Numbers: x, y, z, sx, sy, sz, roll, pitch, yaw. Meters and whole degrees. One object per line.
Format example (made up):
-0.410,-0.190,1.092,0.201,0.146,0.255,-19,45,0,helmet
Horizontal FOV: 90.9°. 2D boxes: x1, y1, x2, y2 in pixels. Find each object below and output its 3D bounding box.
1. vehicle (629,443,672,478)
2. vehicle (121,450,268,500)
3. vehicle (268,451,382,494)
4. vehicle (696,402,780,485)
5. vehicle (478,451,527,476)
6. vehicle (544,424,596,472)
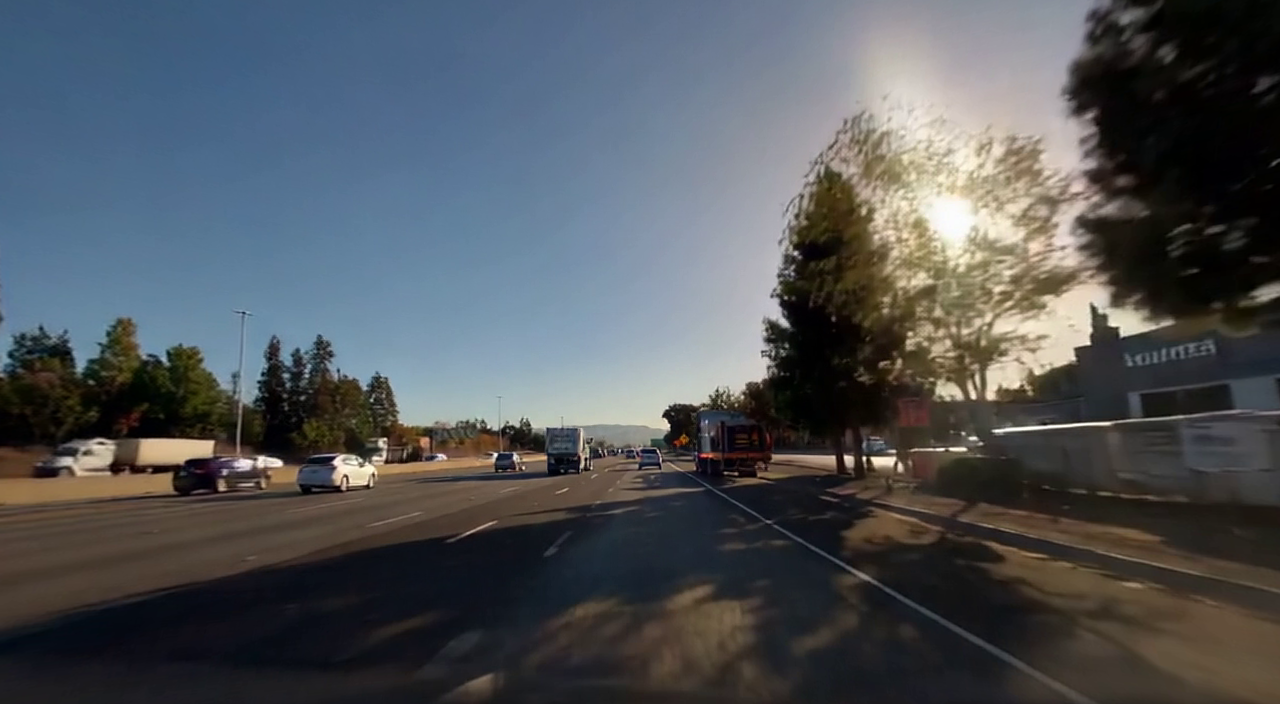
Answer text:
0.599,6.113,35.832,2.227,1.794,4.646,0,-8,1,vehicle
-16.150,4.455,23.245,1.885,1.591,4.599,-1,-8,3,vehicle
-12.382,4.752,25.221,1.928,1.480,4.823,-1,-8,3,vehicle
5.202,5.292,36.088,2.801,3.732,11.836,-4,-9,0,vehicle
-8.810,7.157,40.855,1.929,1.477,4.746,-1,-8,3,vehicle
-5.324,7.502,49.589,2.796,3.426,8.553,0,-8,2,vehicle
